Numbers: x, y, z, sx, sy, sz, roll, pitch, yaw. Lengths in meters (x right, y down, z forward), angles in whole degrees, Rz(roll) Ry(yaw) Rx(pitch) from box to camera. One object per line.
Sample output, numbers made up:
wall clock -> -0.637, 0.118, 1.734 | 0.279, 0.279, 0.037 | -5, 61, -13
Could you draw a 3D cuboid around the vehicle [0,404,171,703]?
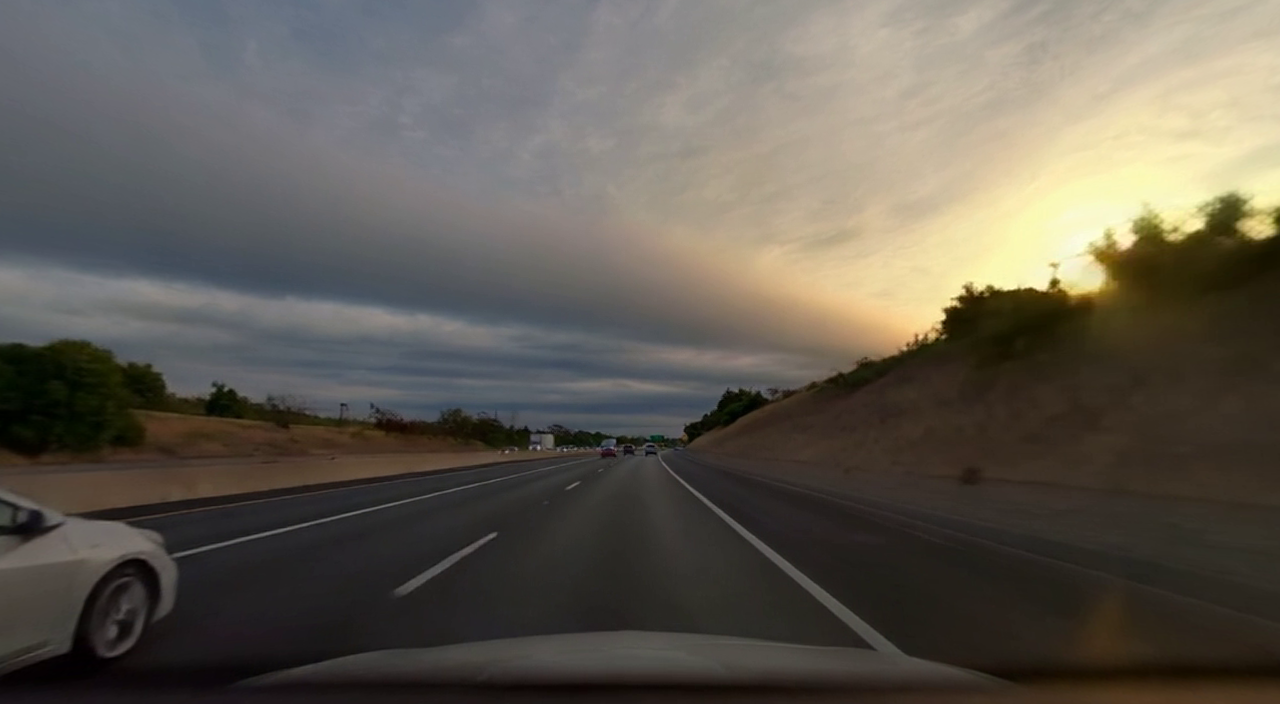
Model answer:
vehicle -> -3.780, 0.871, 1.963 | 1.991, 1.507, 3.391 | 0, -9, 0
